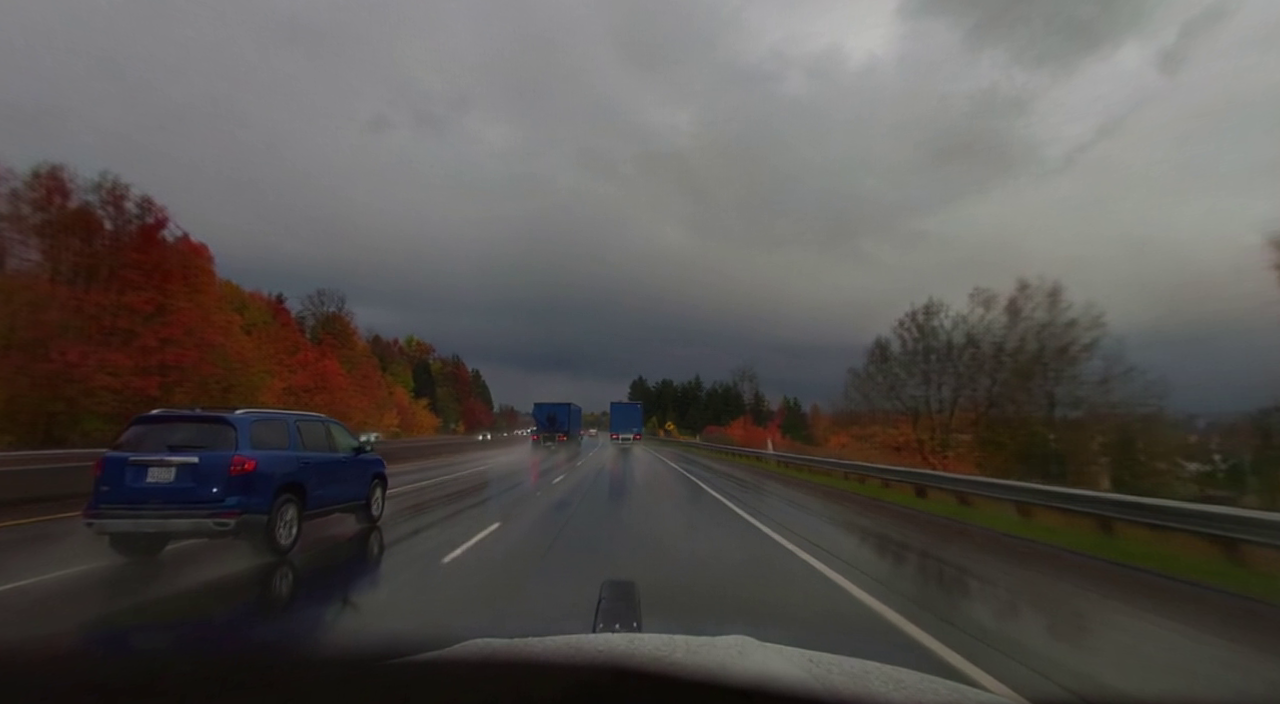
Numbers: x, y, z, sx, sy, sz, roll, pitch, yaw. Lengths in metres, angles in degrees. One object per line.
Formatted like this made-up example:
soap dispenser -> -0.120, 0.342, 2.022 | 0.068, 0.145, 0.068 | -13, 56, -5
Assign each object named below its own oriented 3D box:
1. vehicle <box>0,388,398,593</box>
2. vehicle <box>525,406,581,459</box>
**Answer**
vehicle -> -4.785, 1.437, 7.471 | 2.089, 1.669, 4.515 | 0, -8, -1
vehicle -> -4.773, 4.570, 35.478 | 2.383, 2.726, 5.677 | 0, -8, -1
